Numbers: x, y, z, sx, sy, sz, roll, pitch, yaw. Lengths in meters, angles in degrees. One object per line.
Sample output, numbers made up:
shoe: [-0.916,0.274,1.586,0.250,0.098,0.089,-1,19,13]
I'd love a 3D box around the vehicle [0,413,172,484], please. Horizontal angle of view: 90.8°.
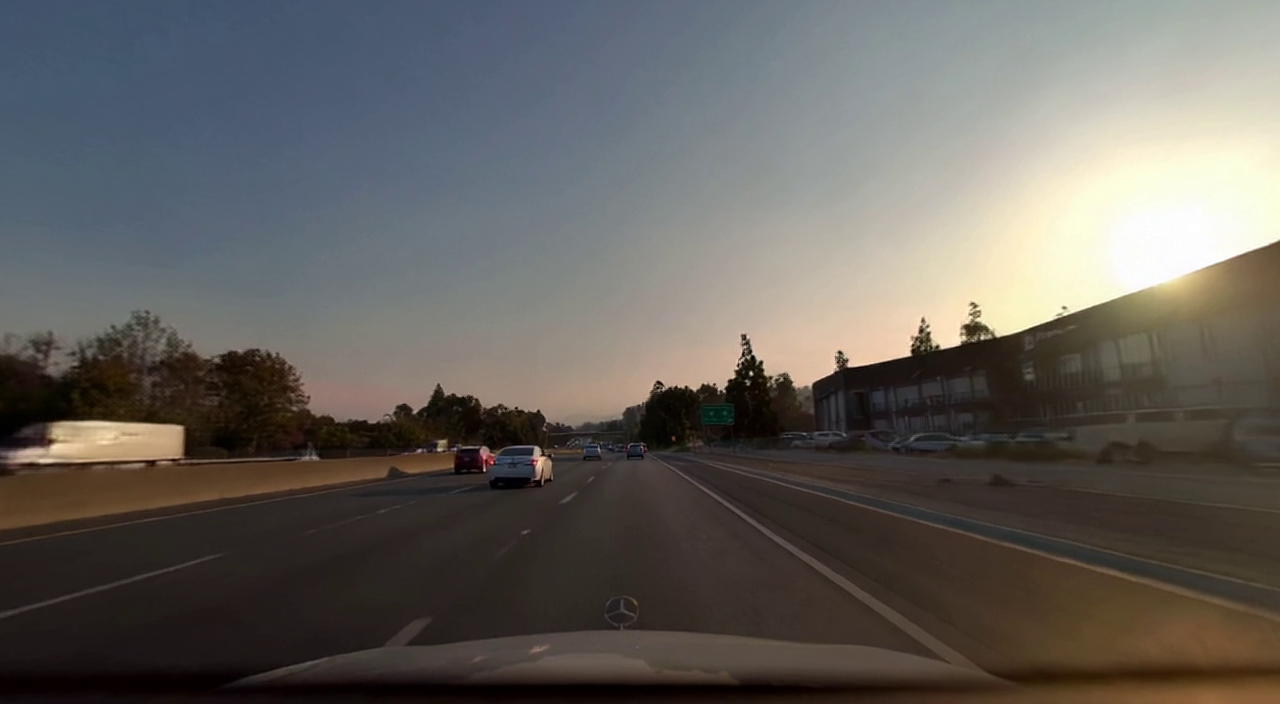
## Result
vehicle: [-35.802,6.198,40.718,2.986,3.973,10.686,0,-9,0]

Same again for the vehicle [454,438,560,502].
vehicle: [-3.365,3.059,16.792,1.920,1.463,4.134,0,-9,0]
